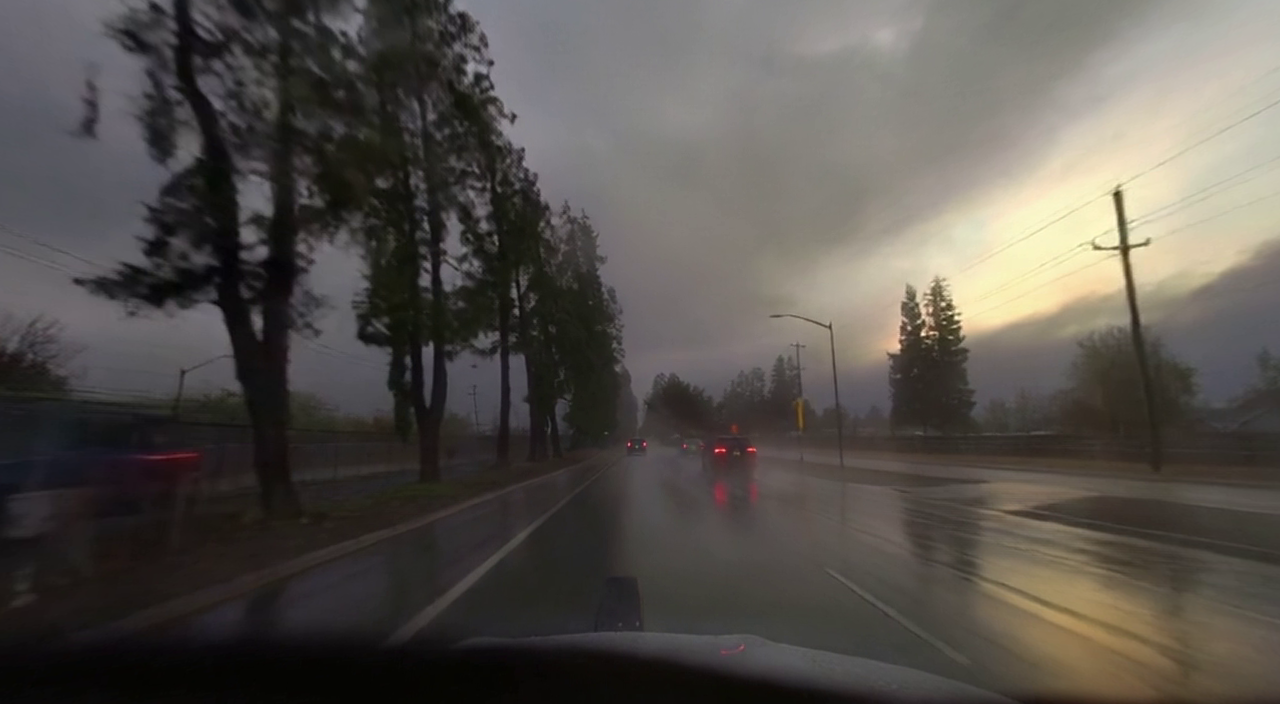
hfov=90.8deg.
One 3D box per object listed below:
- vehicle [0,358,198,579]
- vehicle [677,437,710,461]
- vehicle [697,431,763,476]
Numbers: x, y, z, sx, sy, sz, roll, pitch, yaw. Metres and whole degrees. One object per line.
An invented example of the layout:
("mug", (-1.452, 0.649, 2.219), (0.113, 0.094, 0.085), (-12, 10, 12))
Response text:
("vehicle", (-8.864, 1.535, 8.779), (3.613, 2.628, 2.227), (0, -9, 2))
("vehicle", (3.780, 6.986, 45.461), (2.012, 1.653, 4.115), (0, -8, -1))
("vehicle", (3.863, 4.470, 27.966), (2.112, 1.825, 4.574), (0, -8, -2))
